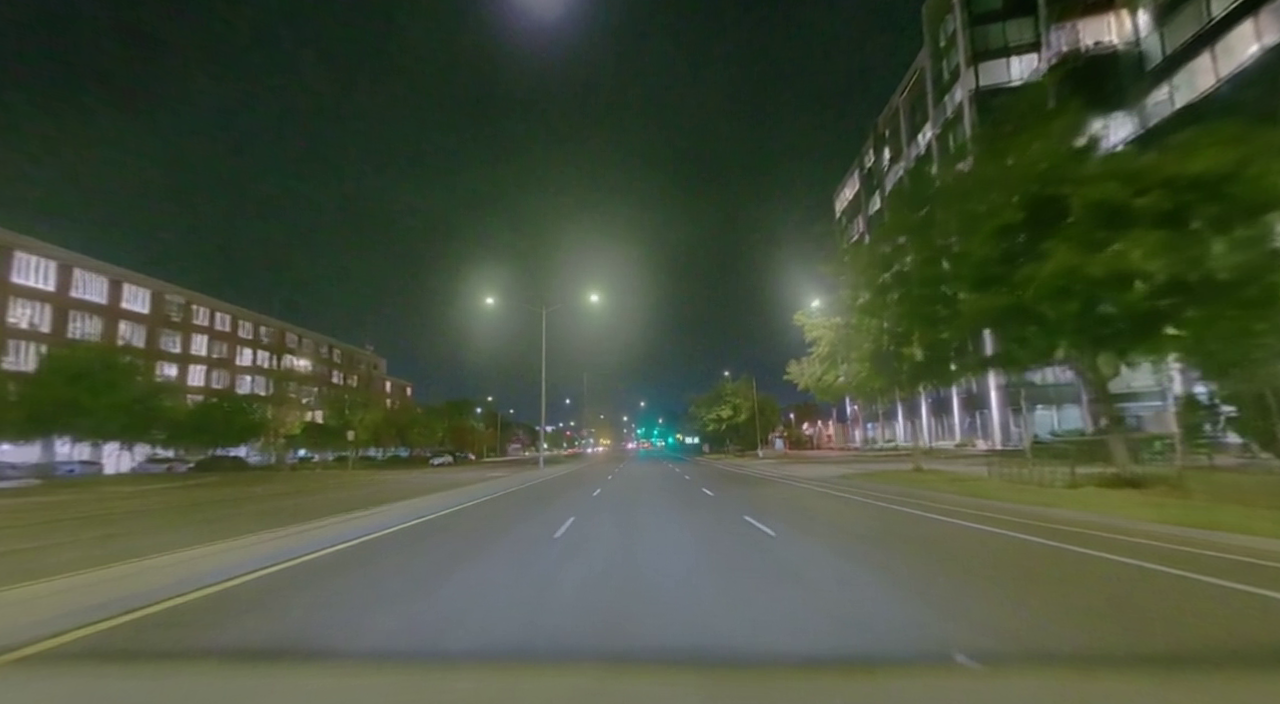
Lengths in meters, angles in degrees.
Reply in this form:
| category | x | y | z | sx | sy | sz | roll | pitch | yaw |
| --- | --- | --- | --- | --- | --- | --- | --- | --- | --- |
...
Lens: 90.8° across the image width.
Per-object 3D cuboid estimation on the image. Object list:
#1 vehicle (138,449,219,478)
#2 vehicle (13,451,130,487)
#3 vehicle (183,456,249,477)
| category | x | y | z | sx | sy | sz | roll | pitch | yaw |
| --- | --- | --- | --- | --- | --- | --- | --- | --- | --- |
| vehicle | -34.551 | 8.383 | 47.492 | 2.230 | 1.962 | 5.115 | -1 | -10 | 0 |
| vehicle | -31.841 | 6.544 | 35.624 | 2.034 | 1.818 | 4.855 | 0 | -8 | 1 |
| vehicle | -31.824 | 8.591 | 47.550 | 1.947 | 1.444 | 4.313 | -1 | -10 | 0 |
